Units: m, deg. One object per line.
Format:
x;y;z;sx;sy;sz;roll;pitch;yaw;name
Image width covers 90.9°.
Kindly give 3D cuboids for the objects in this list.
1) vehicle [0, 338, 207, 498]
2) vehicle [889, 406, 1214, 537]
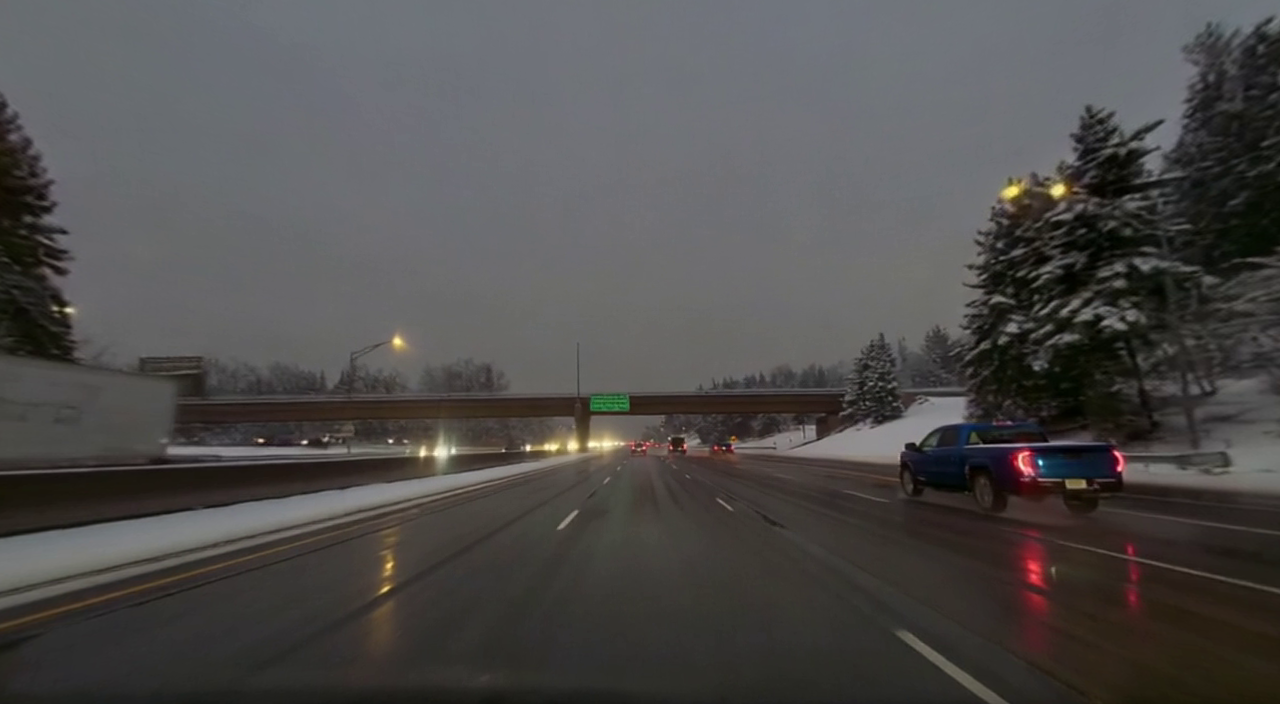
-18.066;1.763;16.685;3.056;4.112;14.213;0;-8;0;vehicle
7.047;2.127;12.008;2.182;1.852;5.926;0;-8;0;vehicle
